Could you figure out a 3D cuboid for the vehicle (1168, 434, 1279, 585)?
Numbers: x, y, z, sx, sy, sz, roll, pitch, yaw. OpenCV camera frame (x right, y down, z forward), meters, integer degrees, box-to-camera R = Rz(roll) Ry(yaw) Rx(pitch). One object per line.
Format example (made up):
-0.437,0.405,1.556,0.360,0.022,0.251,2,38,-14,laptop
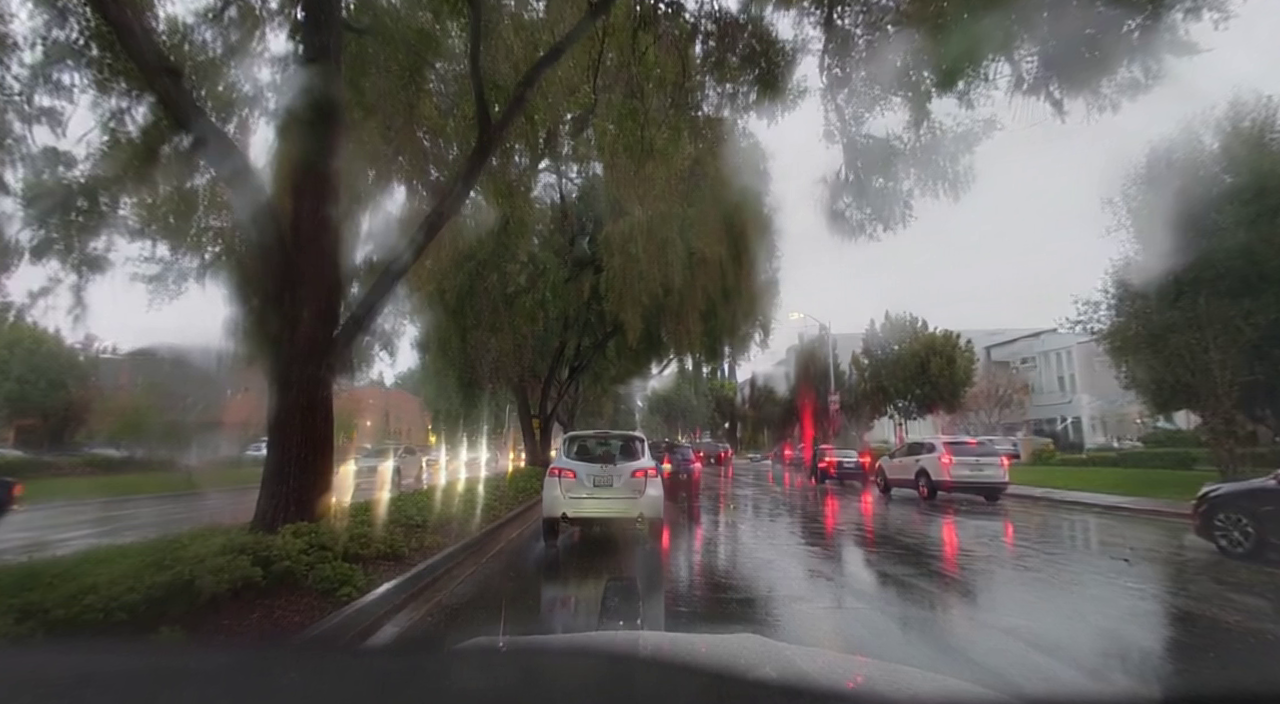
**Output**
7.417,1.419,5.217,1.995,1.517,5.006,-1,-8,3,vehicle

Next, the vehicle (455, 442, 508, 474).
-8.887,5.975,35.762,1.920,1.663,4.036,0,-8,1,vehicle

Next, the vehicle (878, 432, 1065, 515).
7.724,2.852,15.353,2.168,1.709,4.289,0,-8,0,vehicle

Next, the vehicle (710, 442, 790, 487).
3.898,4.068,23.206,2.175,1.477,4.520,0,-8,1,vehicle

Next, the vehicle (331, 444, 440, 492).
-8.851,4.049,22.495,1.938,1.513,4.593,0,-8,1,vehicle

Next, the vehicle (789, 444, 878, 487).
7.161,4.228,23.924,1.977,1.485,4.308,0,-8,0,vehicle

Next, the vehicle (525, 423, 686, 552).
-0.523,2.049,10.200,2.106,1.655,3.717,0,-8,-2,vehicle
